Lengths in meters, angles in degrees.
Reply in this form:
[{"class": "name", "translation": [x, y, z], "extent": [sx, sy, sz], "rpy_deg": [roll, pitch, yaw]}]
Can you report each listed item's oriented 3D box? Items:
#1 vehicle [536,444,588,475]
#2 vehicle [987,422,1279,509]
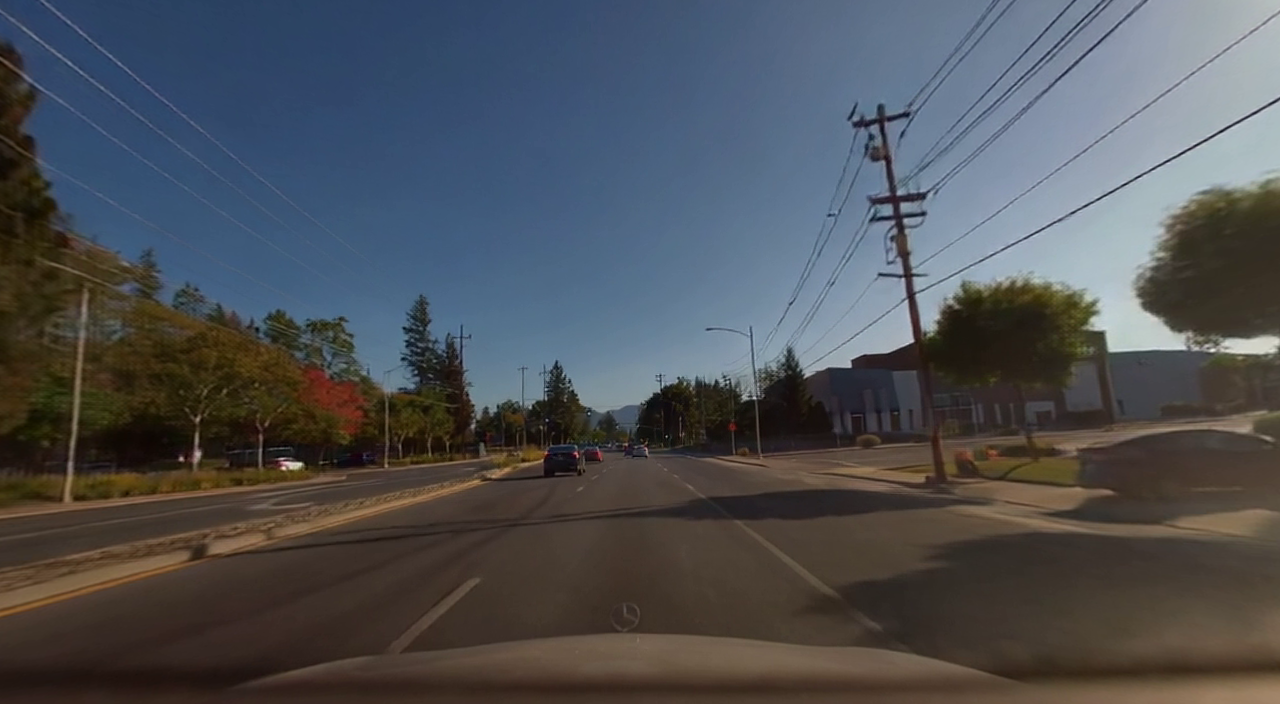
[{"class": "vehicle", "translation": [-3.797, 5.326, 31.497], "extent": [2.076, 1.444, 4.328], "rpy_deg": [0, -8, 0]}, {"class": "vehicle", "translation": [10.217, 2.295, 13.042], "extent": [4.885, 1.576, 2.024], "rpy_deg": [0, -8, -6]}]
